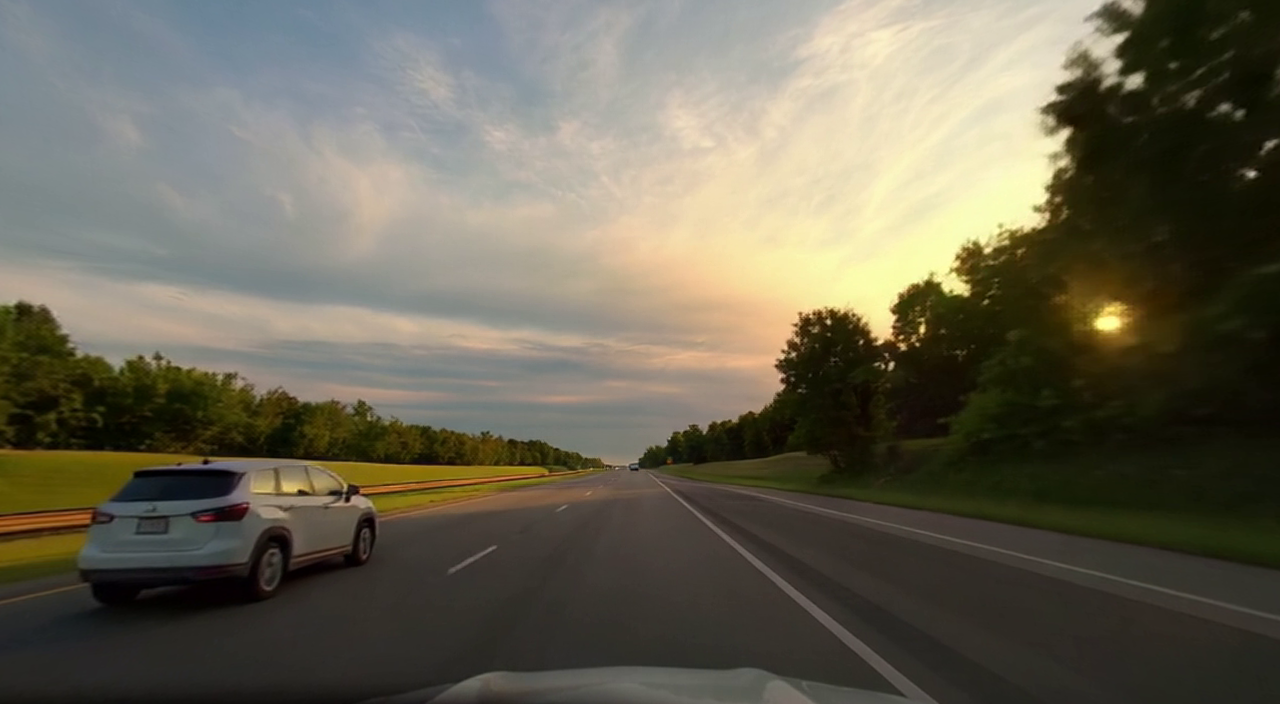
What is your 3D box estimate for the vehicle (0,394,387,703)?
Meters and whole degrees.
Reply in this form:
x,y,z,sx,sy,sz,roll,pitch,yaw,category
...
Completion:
x,y,z,sx,sy,sz,roll,pitch,yaw,category
-4.114,1.417,5.346,1.928,1.593,4.871,1,-10,0,vehicle
